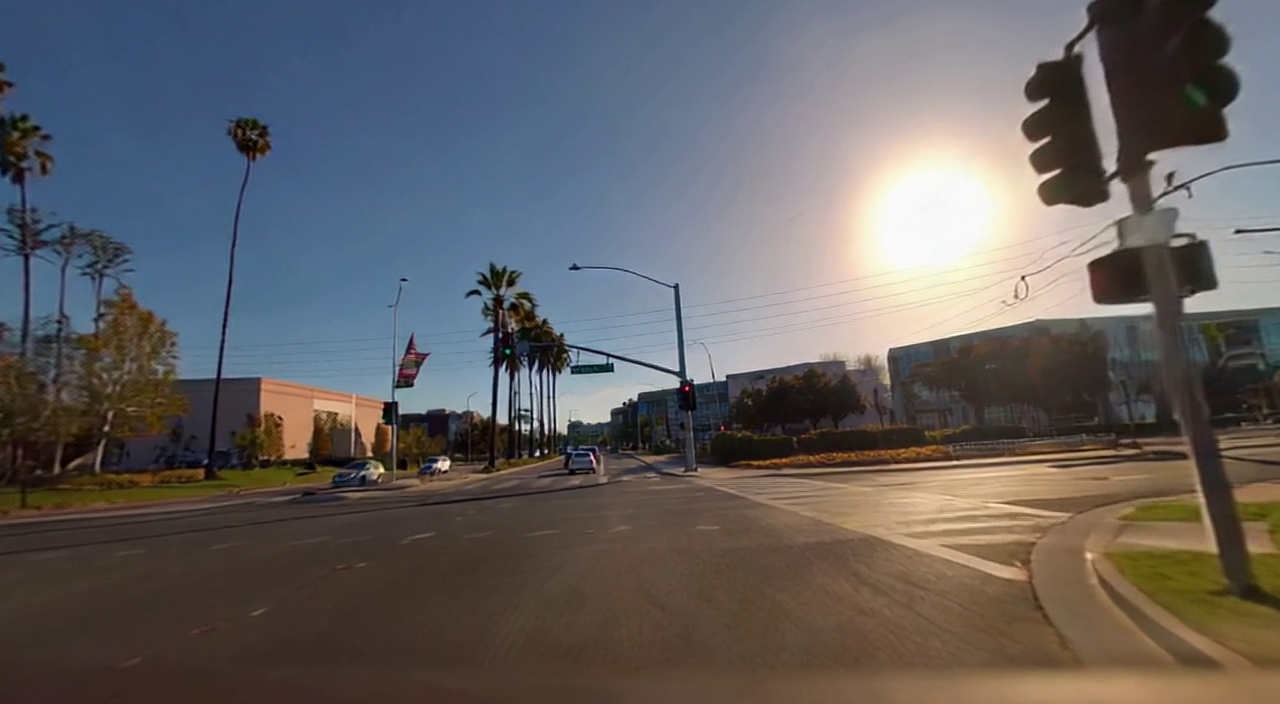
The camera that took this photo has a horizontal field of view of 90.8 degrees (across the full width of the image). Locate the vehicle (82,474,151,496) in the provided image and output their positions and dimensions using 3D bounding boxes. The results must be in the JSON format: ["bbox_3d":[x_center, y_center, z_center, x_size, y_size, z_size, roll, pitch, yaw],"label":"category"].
[{"bbox_3d":[-41.349,10.510,49.949,3.829,1.510,1.790,0,-9,-3],"label":"vehicle"}]

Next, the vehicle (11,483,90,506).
[{"bbox_3d":[-41.629,10.064,44.664,3.543,1.445,1.912,0,-9,-3],"label":"vehicle"}]

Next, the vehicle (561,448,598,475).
[{"bbox_3d":[-3.558,6.484,37.730,2.063,1.474,4.334,0,-9,-4],"label":"vehicle"}]

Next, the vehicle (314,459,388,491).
[{"bbox_3d":[-15.613,6.645,34.410,1.997,1.480,4.715,0,-9,-3],"label":"vehicle"}]
